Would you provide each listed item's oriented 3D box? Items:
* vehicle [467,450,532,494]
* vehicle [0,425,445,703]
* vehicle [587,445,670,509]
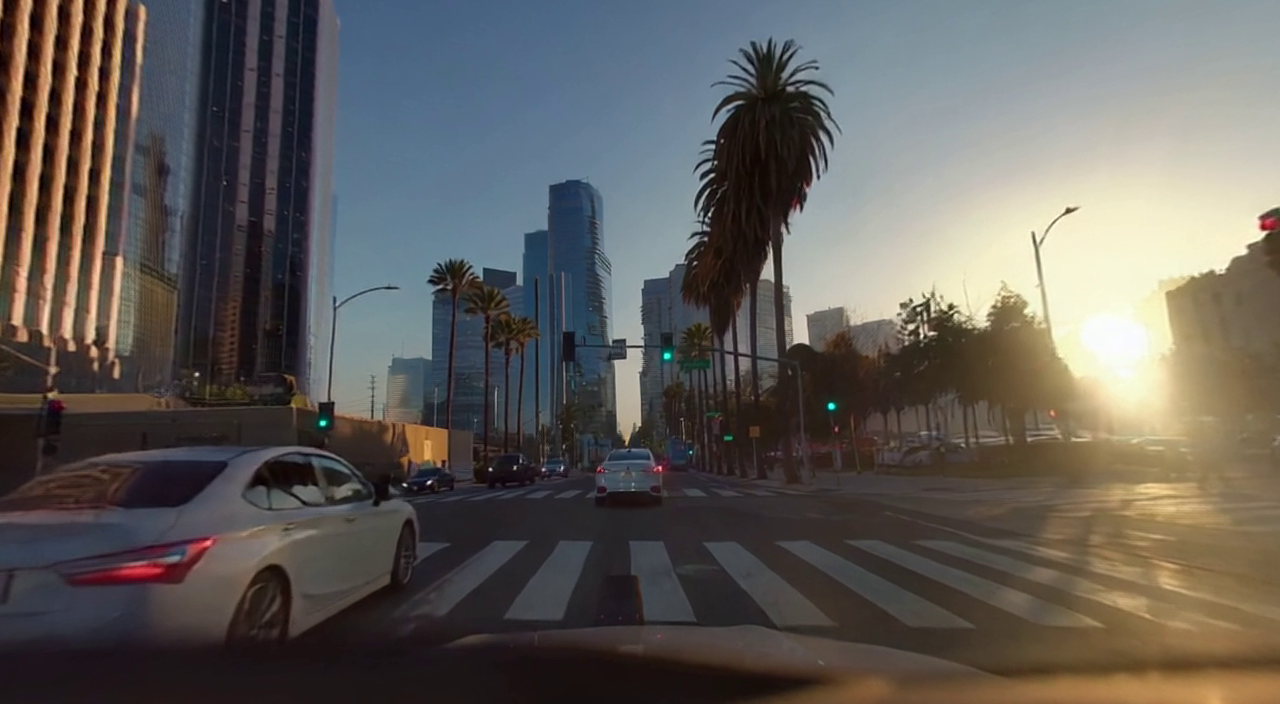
[{"bbox_3d":[-6.718,5.753,30.582,2.070,1.893,4.738,0,-8,0],"label":"vehicle"},{"bbox_3d":[-3.300,1.392,4.947,2.096,1.492,4.666,0,-8,-1],"label":"vehicle"},{"bbox_3d":[-0.316,3.554,18.425,2.145,1.632,3.972,0,-8,-1],"label":"vehicle"}]
